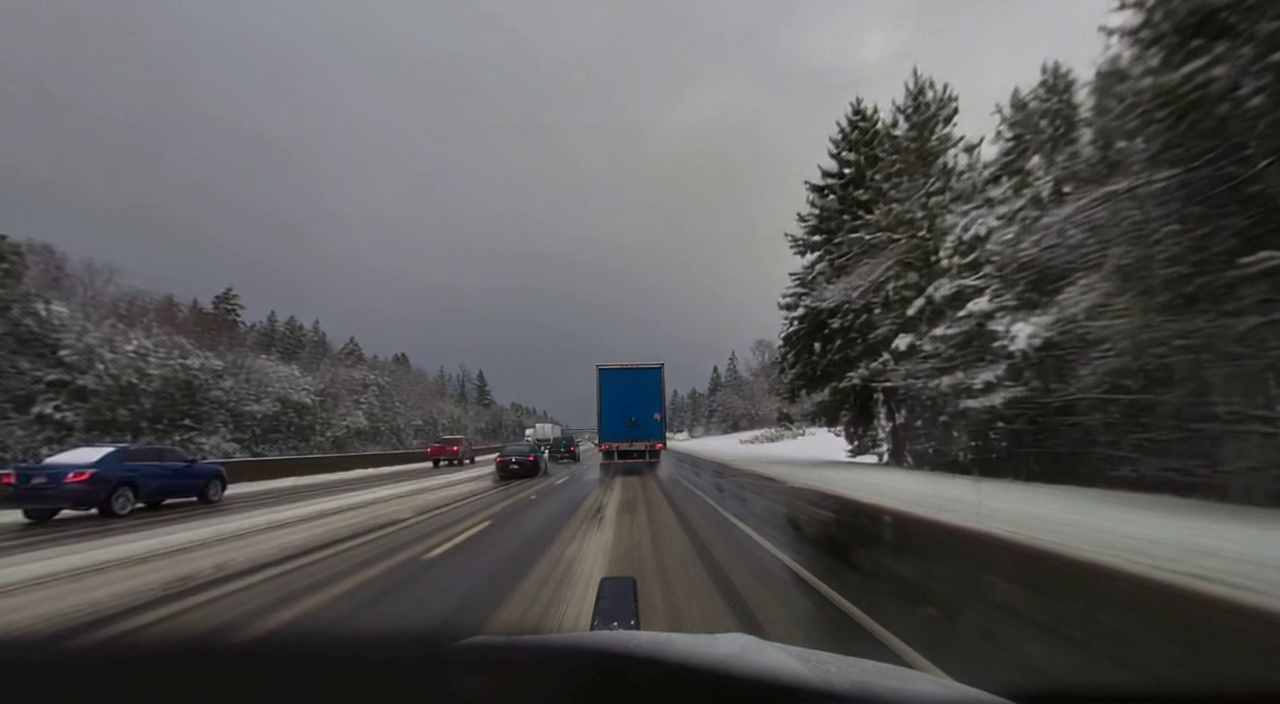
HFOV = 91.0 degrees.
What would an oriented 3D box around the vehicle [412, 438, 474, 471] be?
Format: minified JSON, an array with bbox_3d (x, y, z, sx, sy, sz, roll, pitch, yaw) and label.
[{"bbox_3d":[-10.301,5.389,33.232,1.952,1.590,4.090,0,-8,1],"label":"vehicle"}]

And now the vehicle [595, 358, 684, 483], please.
[{"bbox_3d":[-0.225,3.008,26.262,2.913,4.113,10.724,0,-8,-2],"label":"vehicle"}]

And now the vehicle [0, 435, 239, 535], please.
[{"bbox_3d":[-10.055,2.372,11.988,1.899,1.517,4.554,0,-8,-1],"label":"vehicle"}]

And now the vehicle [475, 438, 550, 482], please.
[{"bbox_3d":[-4.871,4.180,24.689,2.164,1.582,3.979,0,-8,-1],"label":"vehicle"}]

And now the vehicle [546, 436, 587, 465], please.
[{"bbox_3d":[-4.605,6.255,40.102,2.158,1.680,4.087,0,-8,0],"label":"vehicle"}]
